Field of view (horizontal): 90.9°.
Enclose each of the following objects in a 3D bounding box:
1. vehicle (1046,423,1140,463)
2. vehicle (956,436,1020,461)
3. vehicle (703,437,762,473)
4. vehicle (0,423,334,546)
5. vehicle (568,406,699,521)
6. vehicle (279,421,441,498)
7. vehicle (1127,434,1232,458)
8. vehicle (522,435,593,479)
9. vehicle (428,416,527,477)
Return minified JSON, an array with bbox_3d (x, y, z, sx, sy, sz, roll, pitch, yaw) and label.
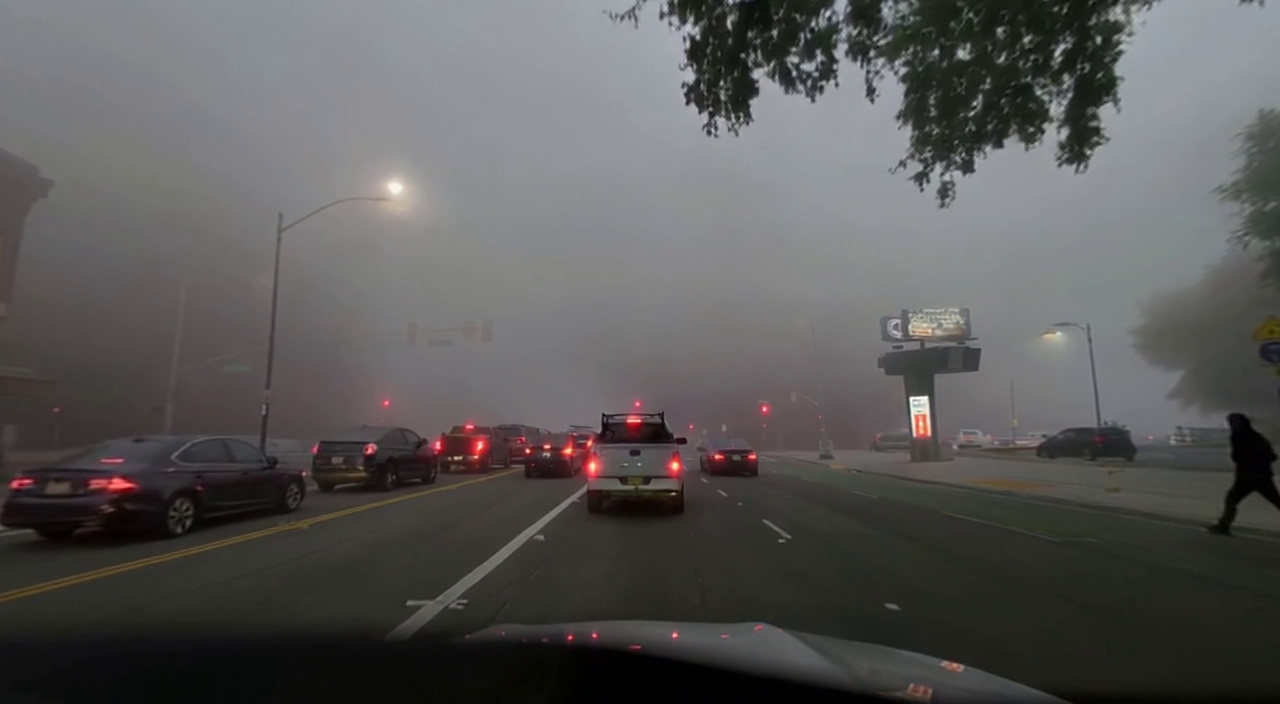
[{"bbox_3d":[19.847,3.977,27.589,4.156,1.622,1.924,6,-10,-34],"label":"vehicle"},{"bbox_3d":[20.804,5.760,37.678,3.836,1.443,1.694,5,-10,-34],"label":"vehicle"},{"bbox_3d":[3.900,4.426,27.317,2.023,1.441,4.240,0,-8,2],"label":"vehicle"},{"bbox_3d":[-6.800,1.917,9.806,1.831,1.451,4.382,0,-8,0],"label":"vehicle"},{"bbox_3d":[-0.098,2.083,12.208,2.064,1.817,4.298,0,-8,0],"label":"vehicle"},{"bbox_3d":[-6.845,2.683,16.078,1.941,1.655,4.503,0,-8,2],"label":"vehicle"},{"bbox_3d":[29.982,5.232,35.123,4.176,1.313,1.719,0,-8,3],"label":"vehicle"},{"bbox_3d":[-2.950,3.844,23.331,1.894,1.461,4.080,0,-8,3],"label":"vehicle"},{"bbox_3d":[-6.106,3.649,24.306,2.496,2.112,4.351,0,-8,2],"label":"vehicle"}]
